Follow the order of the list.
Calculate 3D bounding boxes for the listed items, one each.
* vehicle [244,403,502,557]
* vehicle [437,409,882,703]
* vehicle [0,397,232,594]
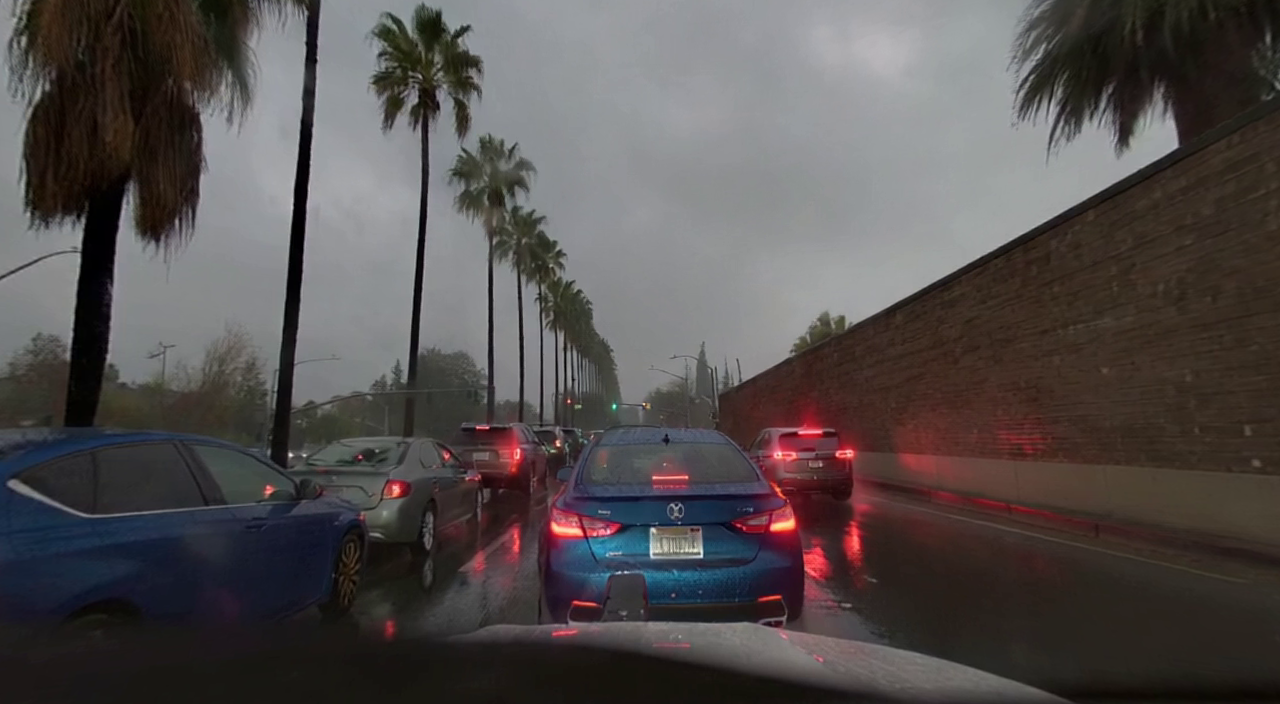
[{"bbox_3d":[-3.510,1.769,9.301,2.055,1.746,4.136,0,-8,-1],"label":"vehicle"},{"bbox_3d":[0.045,1.333,5.213,2.128,1.473,4.272,0,-8,-2],"label":"vehicle"},{"bbox_3d":[-6.671,1.393,6.399,1.963,1.721,4.662,0,-8,-2],"label":"vehicle"}]
